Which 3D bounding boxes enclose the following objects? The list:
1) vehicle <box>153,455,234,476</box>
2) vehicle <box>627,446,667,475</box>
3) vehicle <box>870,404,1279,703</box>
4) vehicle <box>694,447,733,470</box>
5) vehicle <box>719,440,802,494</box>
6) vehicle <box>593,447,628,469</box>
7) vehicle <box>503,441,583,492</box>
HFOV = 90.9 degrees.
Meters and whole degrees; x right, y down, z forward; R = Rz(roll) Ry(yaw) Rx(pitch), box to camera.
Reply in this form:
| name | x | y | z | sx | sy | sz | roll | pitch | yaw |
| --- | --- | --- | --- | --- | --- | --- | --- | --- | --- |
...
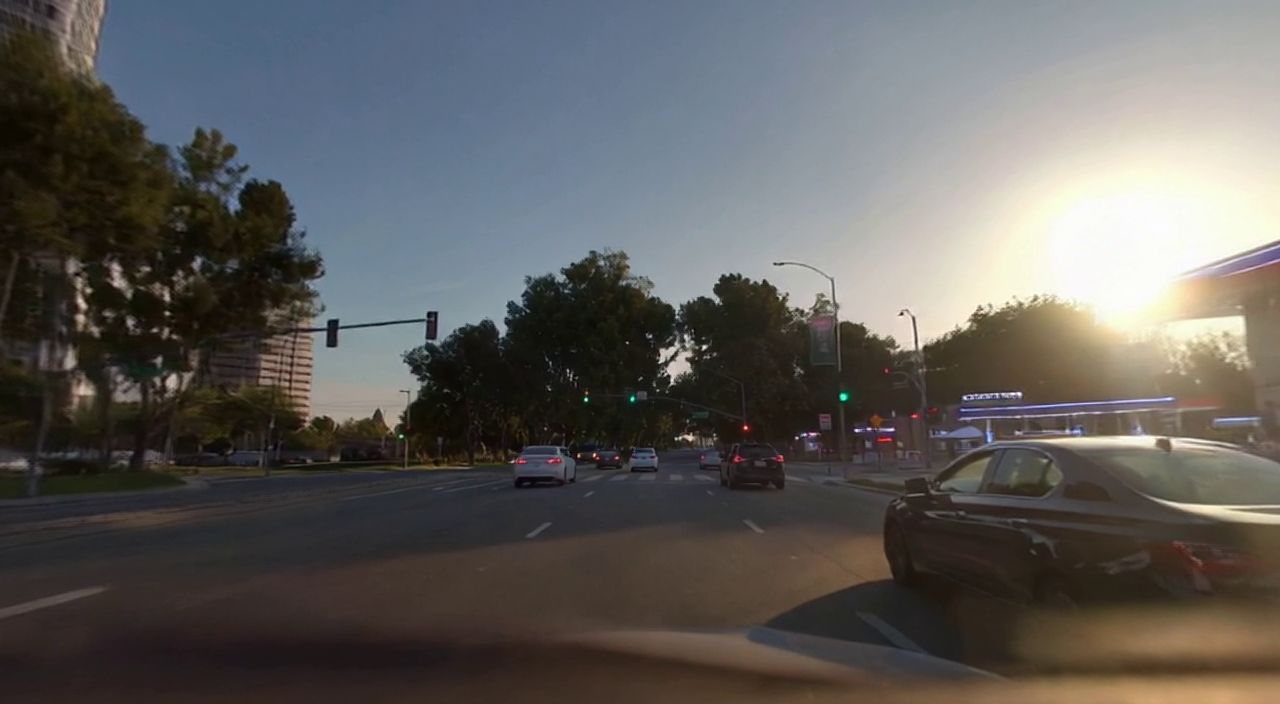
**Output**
| name | x | y | z | sx | sy | sz | roll | pitch | yaw |
| --- | --- | --- | --- | --- | --- | --- | --- | --- | --- |
| vehicle | -33.813 | 8.609 | 47.812 | 4.652 | 1.453 | 1.945 | 0 | -8 | 1 |
| vehicle | 0.373 | 6.028 | 35.420 | 2.104 | 1.477 | 4.591 | 0 | -8 | 1 |
| vehicle | 3.574 | 1.266 | 4.557 | 2.038 | 1.499 | 4.868 | 0 | -8 | 1 |
| vehicle | 4.939 | 7.201 | 42.856 | 2.174 | 1.462 | 4.400 | 0 | -8 | 1 |
| vehicle | 4.047 | 3.921 | 21.927 | 2.022 | 1.683 | 4.171 | 0 | -8 | 0 |
| vehicle | -2.090 | 7.658 | 45.692 | 2.192 | 1.463 | 4.211 | 0 | -8 | 2 |
| vehicle | -3.306 | 3.991 | 22.363 | 2.023 | 1.607 | 4.086 | -1 | -8 | 2 |
